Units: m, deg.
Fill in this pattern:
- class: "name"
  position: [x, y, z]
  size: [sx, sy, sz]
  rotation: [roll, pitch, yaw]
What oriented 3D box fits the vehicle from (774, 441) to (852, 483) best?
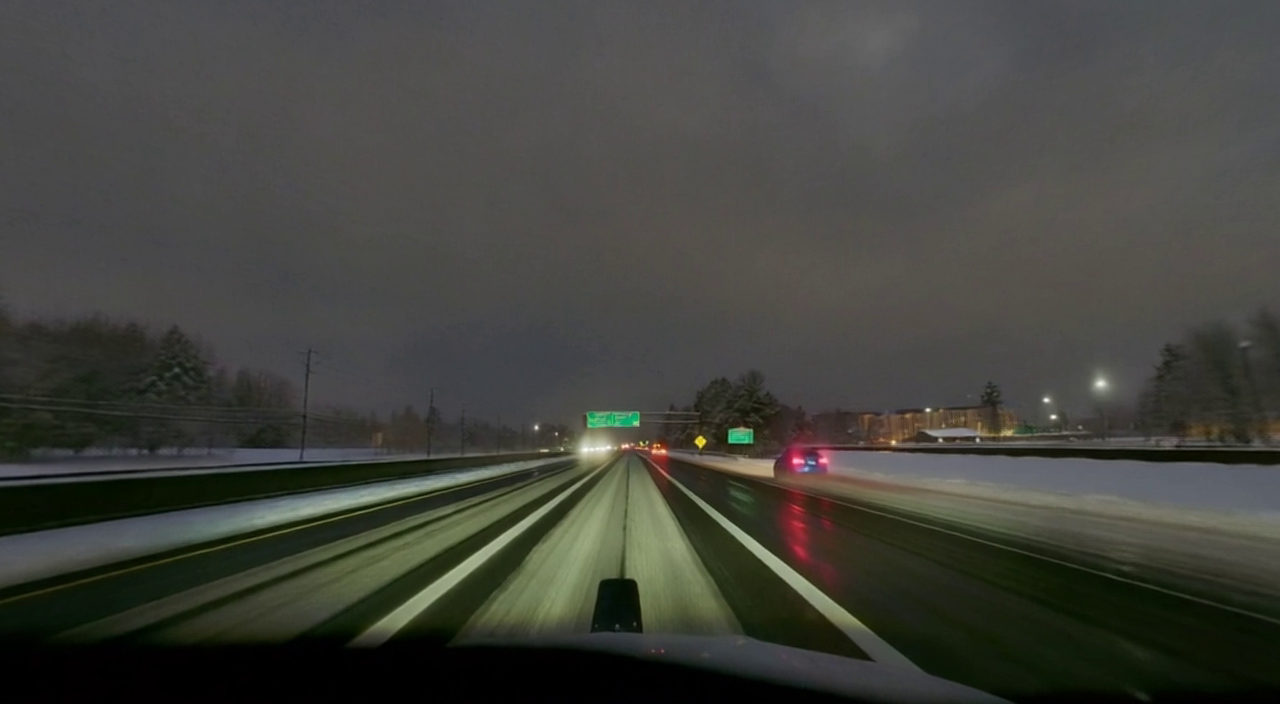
- class: "vehicle"
  position: [6.872, 4.383, 25.578]
  size: [1.958, 1.498, 4.447]
  rotation: [0, -8, 1]
